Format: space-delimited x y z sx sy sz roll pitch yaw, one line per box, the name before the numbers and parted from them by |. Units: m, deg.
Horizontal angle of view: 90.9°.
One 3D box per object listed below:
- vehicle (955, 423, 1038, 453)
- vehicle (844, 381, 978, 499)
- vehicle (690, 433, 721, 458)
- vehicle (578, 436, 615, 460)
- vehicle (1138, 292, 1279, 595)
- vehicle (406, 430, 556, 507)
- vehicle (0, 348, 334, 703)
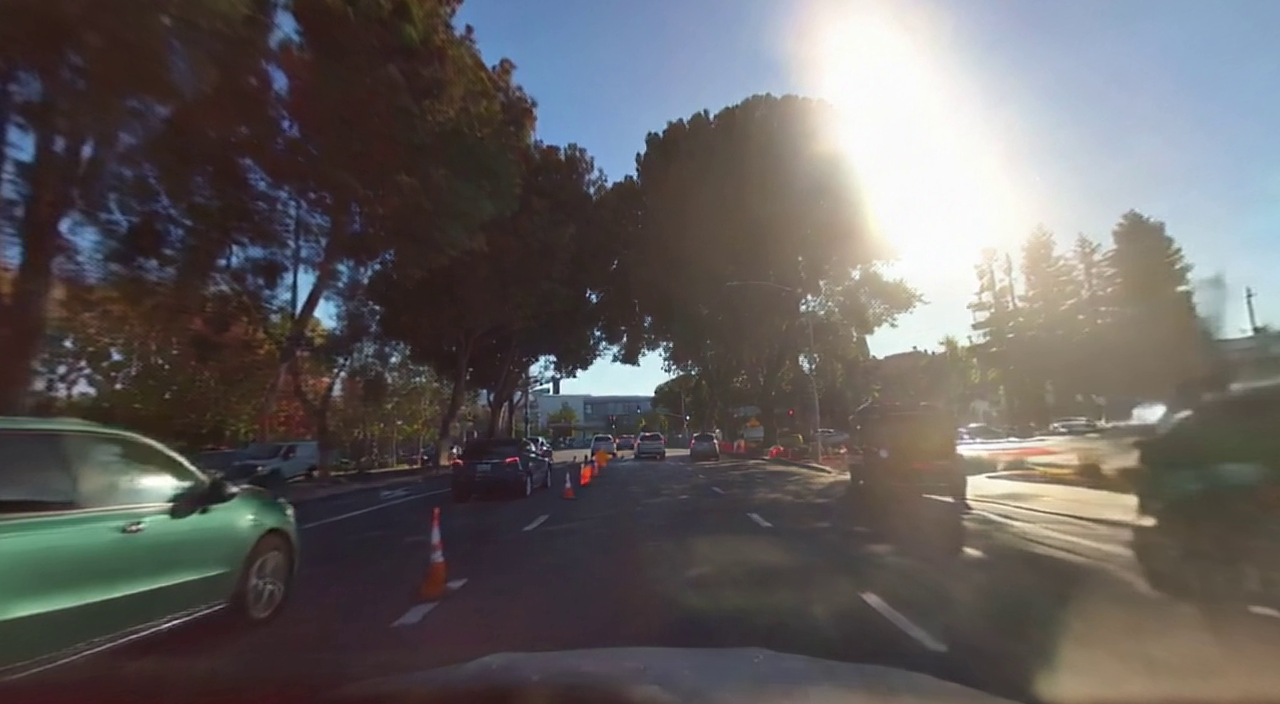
vehicle | 18.986 4.598 33.848 1.799 1.463 4.641 0 -8 1
vehicle | 6.727 2.216 16.045 1.910 2.539 2.846 -6 -7 1
vehicle | 4.478 6.426 43.434 1.984 1.659 4.226 -1 -8 4
vehicle | -2.823 6.397 42.161 1.998 1.481 4.656 0 -8 2
vehicle | 6.490 0.747 5.116 2.202 2.529 3.168 -1 -8 3
vehicle | -3.400 2.597 14.608 2.107 1.482 4.674 0 -8 2
vehicle | -3.592 0.902 3.001 2.038 1.682 4.399 0 -8 0
